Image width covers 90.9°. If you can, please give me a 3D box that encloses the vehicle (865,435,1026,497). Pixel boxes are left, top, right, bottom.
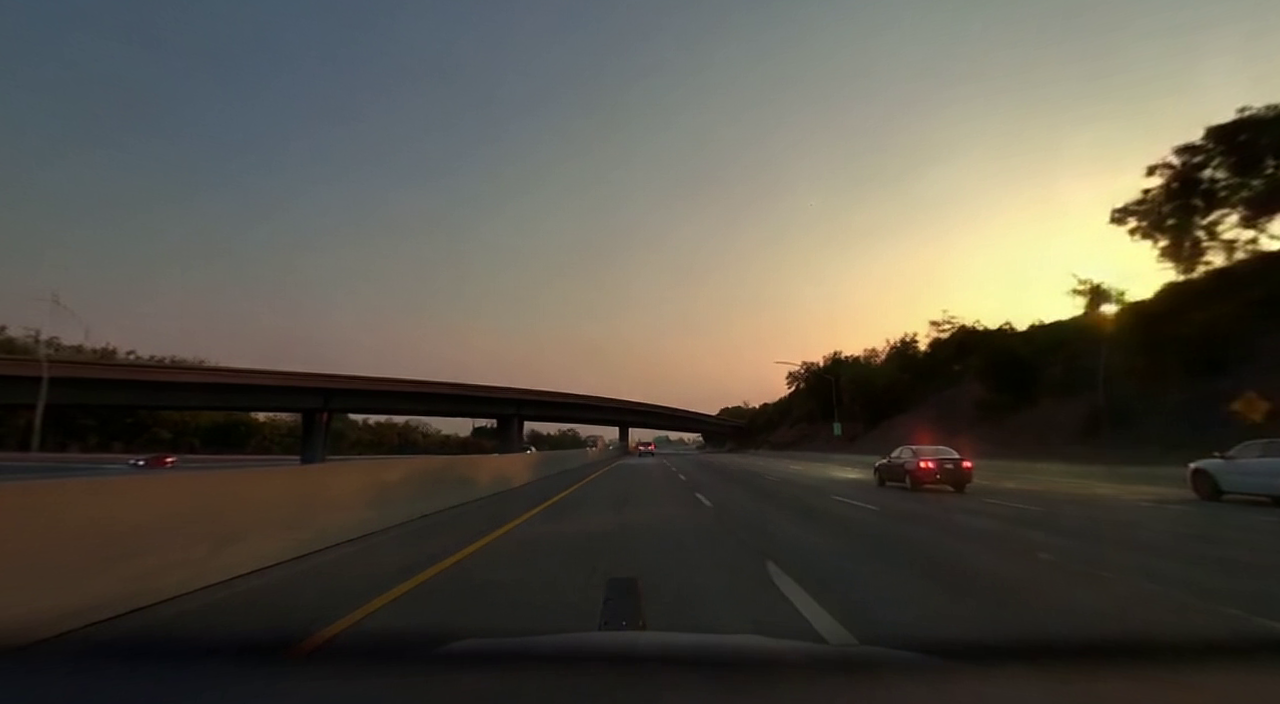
[{"bbox_3d":[8.429,3.177,18.048,2.093,1.525,4.865,0,-8,-1],"label":"vehicle"}]
